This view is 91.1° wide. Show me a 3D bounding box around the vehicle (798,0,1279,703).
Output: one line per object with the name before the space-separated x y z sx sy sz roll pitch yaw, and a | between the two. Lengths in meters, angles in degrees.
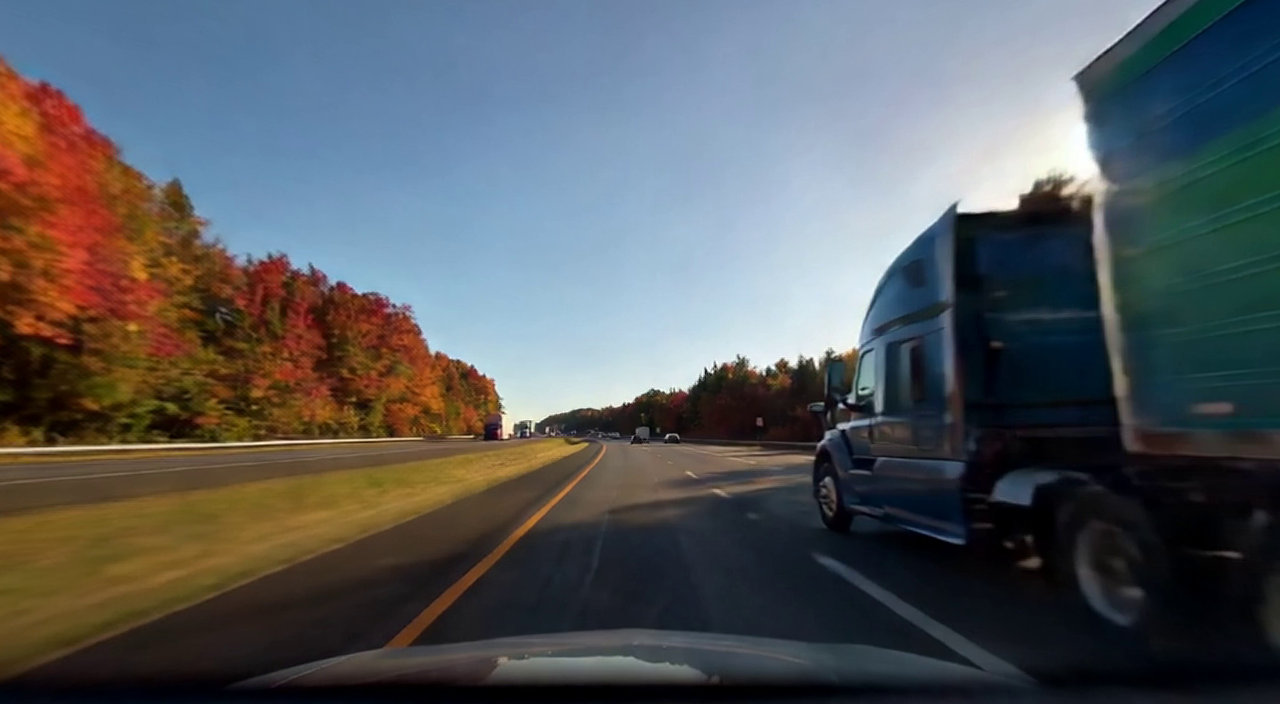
vehicle | 3.695 -0.008 5.400 2.985 4.066 6.190 0 -8 0
